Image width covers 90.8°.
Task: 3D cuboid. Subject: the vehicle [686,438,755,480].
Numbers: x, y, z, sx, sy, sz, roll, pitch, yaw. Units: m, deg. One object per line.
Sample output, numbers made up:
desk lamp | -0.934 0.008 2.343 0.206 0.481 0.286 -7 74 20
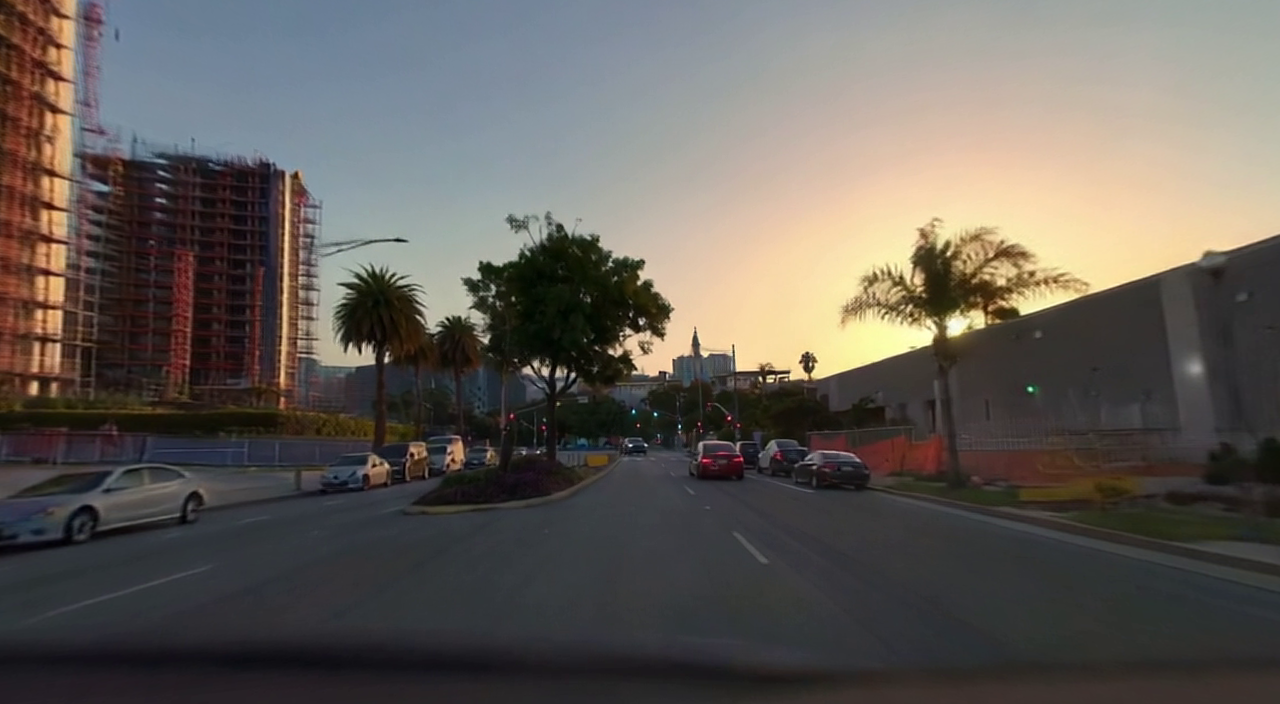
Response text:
vehicle | 3.031 4.110 24.571 1.999 1.487 3.939 0 -9 -2

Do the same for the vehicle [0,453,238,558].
vehicle | -9.685 2.596 11.458 1.821 1.448 4.591 0 -8 -1

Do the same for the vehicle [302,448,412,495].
vehicle | -9.977 4.207 22.726 1.804 1.478 4.734 0 -8 0

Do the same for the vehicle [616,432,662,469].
vehicle | -0.054 5.224 33.583 2.264 1.798 4.258 0 -8 0

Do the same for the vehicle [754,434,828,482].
vehicle | 6.256 4.434 26.700 1.886 1.792 4.525 0 -9 -1

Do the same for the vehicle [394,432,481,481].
vehicle | -10.060 5.326 31.975 2.294 1.948 6.025 -6 -10 0

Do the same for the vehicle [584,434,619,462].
vehicle | -2.700 6.942 45.695 2.180 1.879 4.452 0 -8 1

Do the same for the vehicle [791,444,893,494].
vehicle | 6.423 3.738 20.651 1.819 1.435 4.337 0 -8 -1

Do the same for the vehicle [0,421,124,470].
vehicle | -20.124 3.260 21.975 3.575 1.571 1.912 -5 -9 26
